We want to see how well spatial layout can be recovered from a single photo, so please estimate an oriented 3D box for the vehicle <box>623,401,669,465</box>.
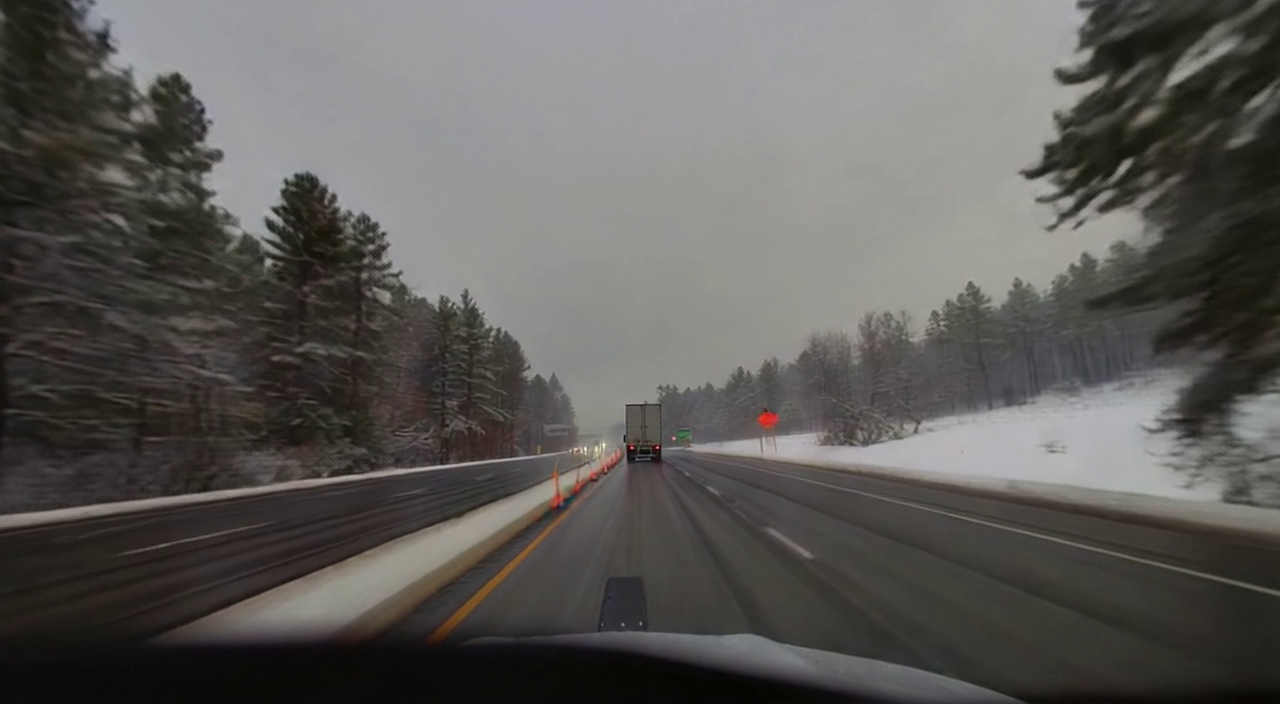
[{"bbox_3d":[0.264,6.000,46.035,2.935,4.068,11.036,0,-9,-1],"label":"vehicle"}]
